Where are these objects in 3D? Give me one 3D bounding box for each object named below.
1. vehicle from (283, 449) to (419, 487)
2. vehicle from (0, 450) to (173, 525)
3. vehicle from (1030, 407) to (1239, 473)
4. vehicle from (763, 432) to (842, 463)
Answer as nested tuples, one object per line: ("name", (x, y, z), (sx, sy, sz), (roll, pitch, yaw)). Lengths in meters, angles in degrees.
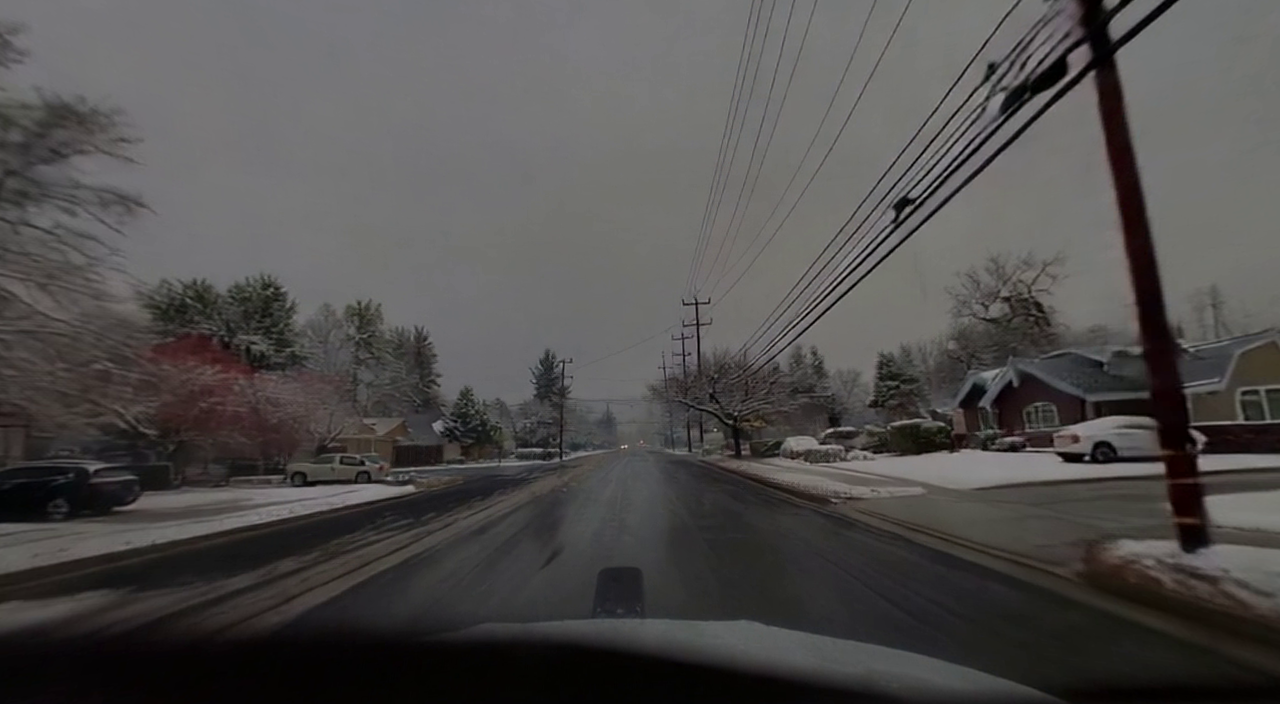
("vehicle", (-12.505, 5.022, 27.538), (4.893, 1.567, 2.105), (-1, -9, 5))
("vehicle", (-14.964, 3.346, 16.218), (1.978, 1.586, 5.192), (0, -8, 0))
("vehicle", (14.562, 2.636, 18.881), (4.373, 1.759, 2.093), (0, -9, 4))
("vehicle", (10.666, 6.304, 41.698), (4.686, 1.786, 2.019), (-3, -8, 6))
